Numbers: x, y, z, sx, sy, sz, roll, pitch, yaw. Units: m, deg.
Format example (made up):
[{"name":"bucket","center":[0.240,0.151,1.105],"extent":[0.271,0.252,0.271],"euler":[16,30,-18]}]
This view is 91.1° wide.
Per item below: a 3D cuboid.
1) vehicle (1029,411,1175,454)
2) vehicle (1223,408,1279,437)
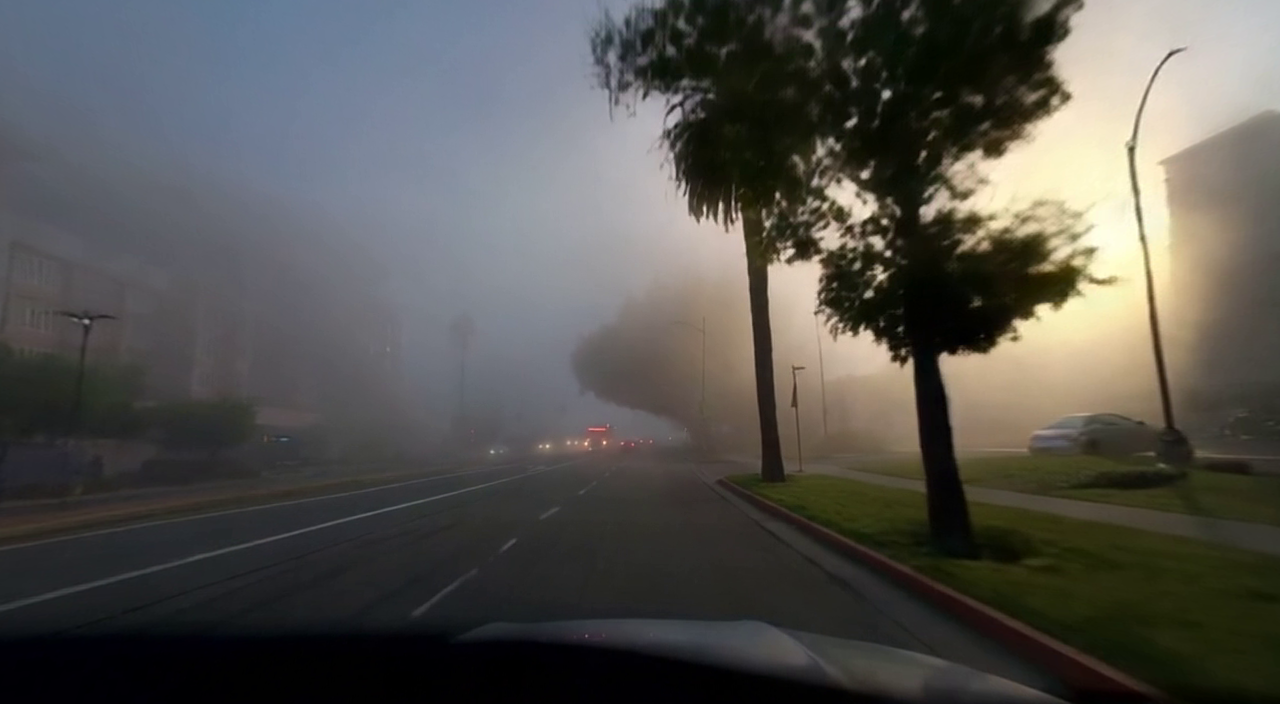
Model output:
[{"name":"vehicle","center":[16.391,2.868,22.386],"extent":[3.945,1.463,1.684],"euler":[0,-8,-5]},{"name":"vehicle","center":[36.785,4.143,36.480],"extent":[1.794,1.535,4.466],"euler":[-1,-8,6]}]
